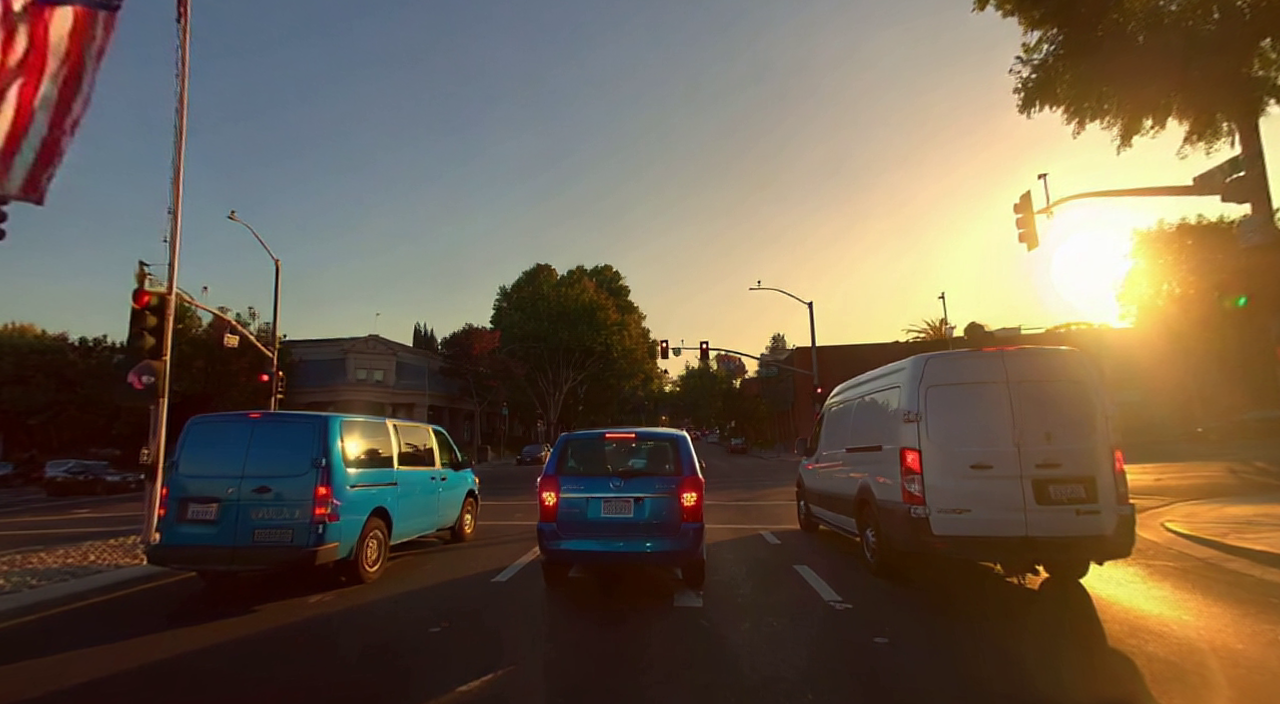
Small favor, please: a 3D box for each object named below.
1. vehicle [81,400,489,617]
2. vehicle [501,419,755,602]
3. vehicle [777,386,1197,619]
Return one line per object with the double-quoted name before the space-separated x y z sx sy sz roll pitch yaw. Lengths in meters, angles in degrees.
"vehicle" -3.303 1.529 7.031 2.024 1.677 3.998 -1 -9 3
"vehicle" -0.136 1.621 7.344 2.098 1.494 4.118 0 -9 -1
"vehicle" 3.092 1.462 7.018 2.178 1.746 4.400 0 -9 1
